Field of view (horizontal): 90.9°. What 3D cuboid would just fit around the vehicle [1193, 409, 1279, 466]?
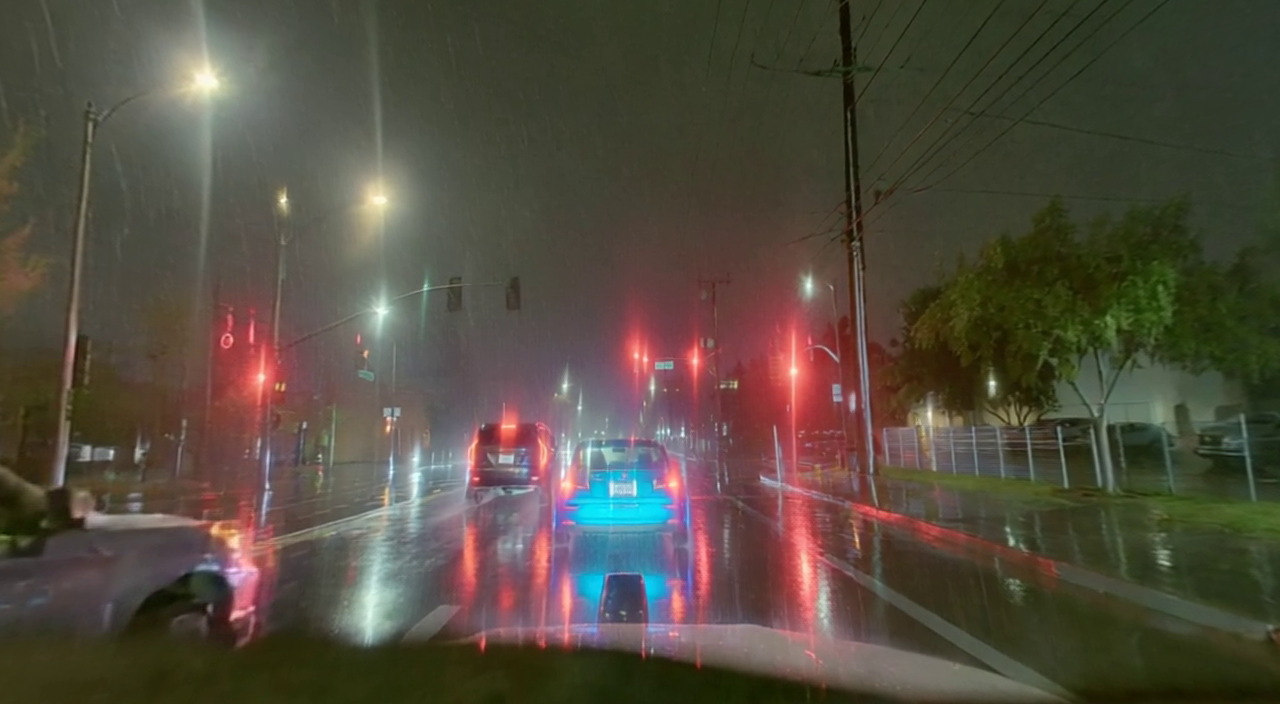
[{"bbox_3d":[18.724,2.544,18.707,4.446,1.511,1.977,4,-10,-29],"label":"vehicle"}]

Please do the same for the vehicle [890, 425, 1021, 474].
[{"bbox_3d":[10.647,3.342,21.752,1.842,1.471,4.481,1,-8,-6],"label":"vehicle"}]

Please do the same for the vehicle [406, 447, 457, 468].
[{"bbox_3d":[-15.544,7.799,46.878,2.111,1.511,4.641,6,-10,-36],"label":"vehicle"}]

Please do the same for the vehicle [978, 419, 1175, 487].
[{"bbox_3d":[10.530,2.485,15.710,1.888,1.455,4.268,0,-8,1],"label":"vehicle"}]

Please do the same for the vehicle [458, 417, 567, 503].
[{"bbox_3d":[-3.039,2.674,16.031,2.106,1.852,4.512,0,-8,-4],"label":"vehicle"}]

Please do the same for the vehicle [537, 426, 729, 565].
[{"bbox_3d":[-0.154,1.866,9.004,2.070,1.481,4.216,0,-8,-2],"label":"vehicle"}]

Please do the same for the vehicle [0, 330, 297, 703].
[{"bbox_3d":[-2.892,0.728,1.468,2.003,1.681,3.878,0,-8,-1],"label":"vehicle"}]
